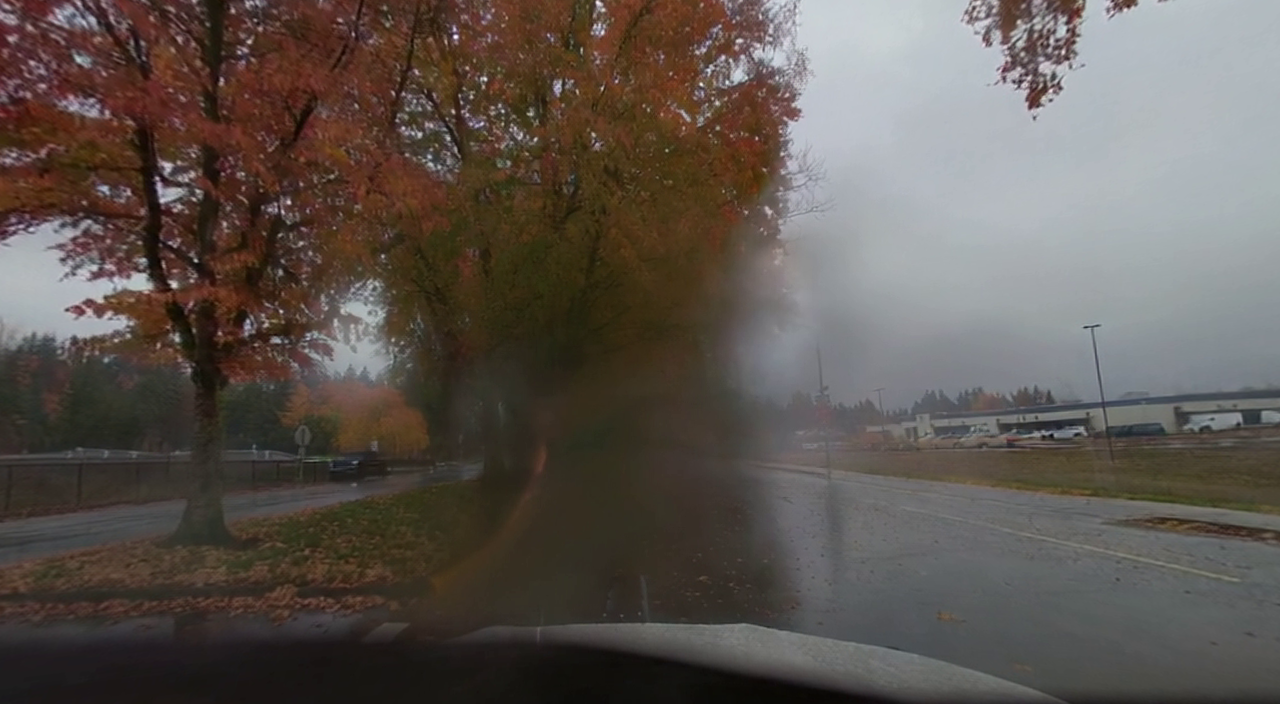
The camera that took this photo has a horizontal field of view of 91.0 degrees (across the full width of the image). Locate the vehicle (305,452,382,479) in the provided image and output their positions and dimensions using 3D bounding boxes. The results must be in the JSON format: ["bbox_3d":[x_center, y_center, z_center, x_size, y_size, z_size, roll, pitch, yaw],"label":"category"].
[{"bbox_3d":[-19.589,7.460,41.782,1.907,1.644,4.410,-3,-9,21],"label":"vehicle"}]

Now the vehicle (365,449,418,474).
[{"bbox_3d":[-18.017,7.902,45.780,1.902,1.720,3.248,-3,-9,18],"label":"vehicle"}]
